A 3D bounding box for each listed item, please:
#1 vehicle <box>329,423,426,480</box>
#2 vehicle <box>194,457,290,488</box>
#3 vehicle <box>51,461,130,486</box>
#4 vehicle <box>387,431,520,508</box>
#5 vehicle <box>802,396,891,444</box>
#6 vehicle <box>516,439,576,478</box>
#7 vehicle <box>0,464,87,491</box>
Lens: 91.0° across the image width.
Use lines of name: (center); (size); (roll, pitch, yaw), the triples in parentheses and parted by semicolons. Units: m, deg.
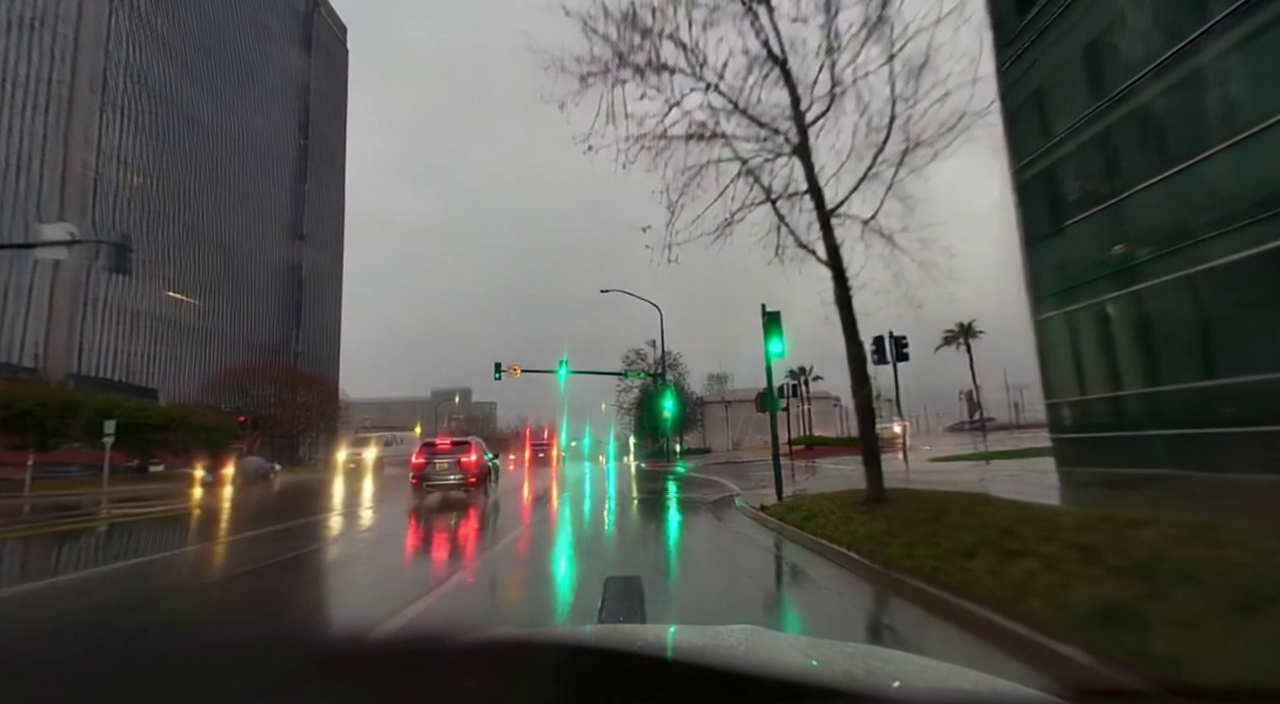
vehicle: (-18.286, 7.019, 44.595); (3.394, 3.584, 8.313); (0, -9, -1)
vehicle: (-23.349, 7.050, 37.179); (2.103, 1.590, 4.613); (-2, -9, 12)
vehicle: (-39.617, 8.751, 45.429); (4.004, 1.503, 1.782); (-2, -9, 0)
vehicle: (-4.741, 3.064, 16.831); (2.169, 1.741, 4.588); (0, -9, -1)
vehicle: (14.083, 4.789, 43.377); (4.005, 2.827, 4.538); (4, -10, -12)
vehicle: (-4.820, 5.560, 33.136); (2.384, 1.849, 5.009); (0, -9, 0)
vehicle: (-39.300, 8.135, 40.842); (4.760, 1.526, 2.108); (-1, -8, -3)
